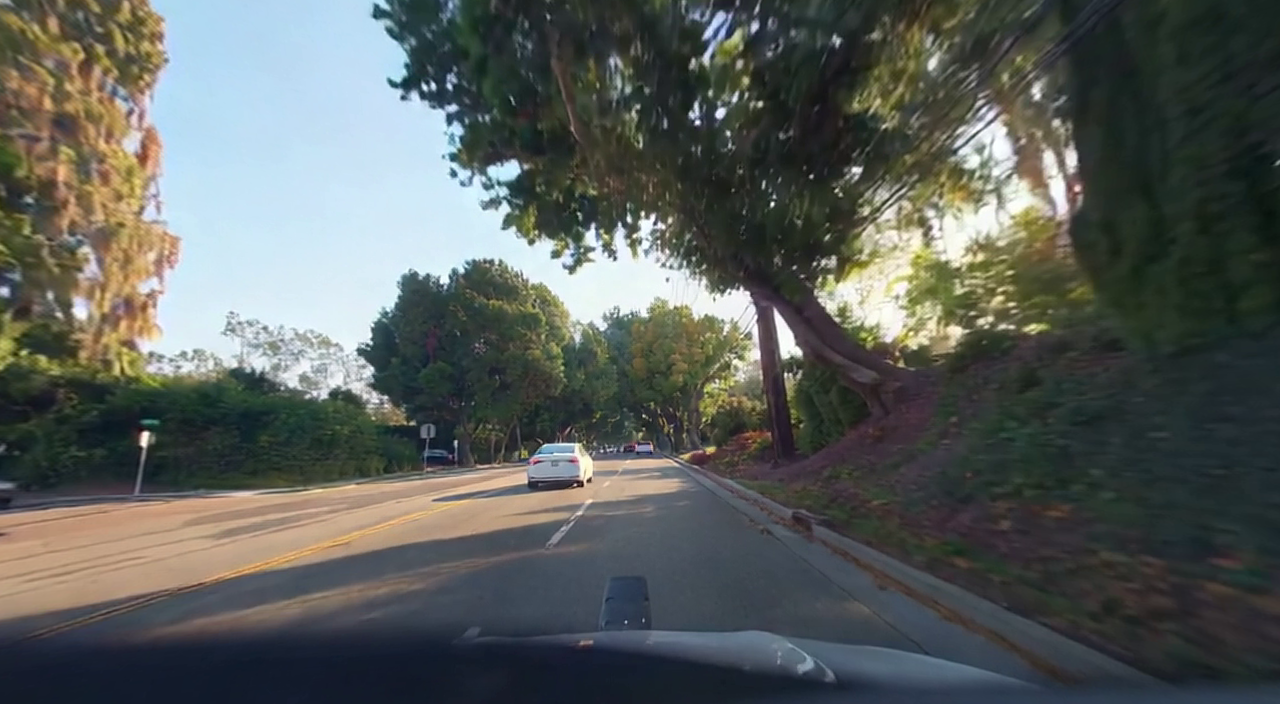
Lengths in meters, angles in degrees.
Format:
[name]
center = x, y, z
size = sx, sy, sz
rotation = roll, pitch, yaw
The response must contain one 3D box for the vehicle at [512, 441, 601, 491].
[vehicle]
center = -2.584, 3.674, 20.710
size = 2.153, 1.461, 4.374
rotation = -1, -8, 2
